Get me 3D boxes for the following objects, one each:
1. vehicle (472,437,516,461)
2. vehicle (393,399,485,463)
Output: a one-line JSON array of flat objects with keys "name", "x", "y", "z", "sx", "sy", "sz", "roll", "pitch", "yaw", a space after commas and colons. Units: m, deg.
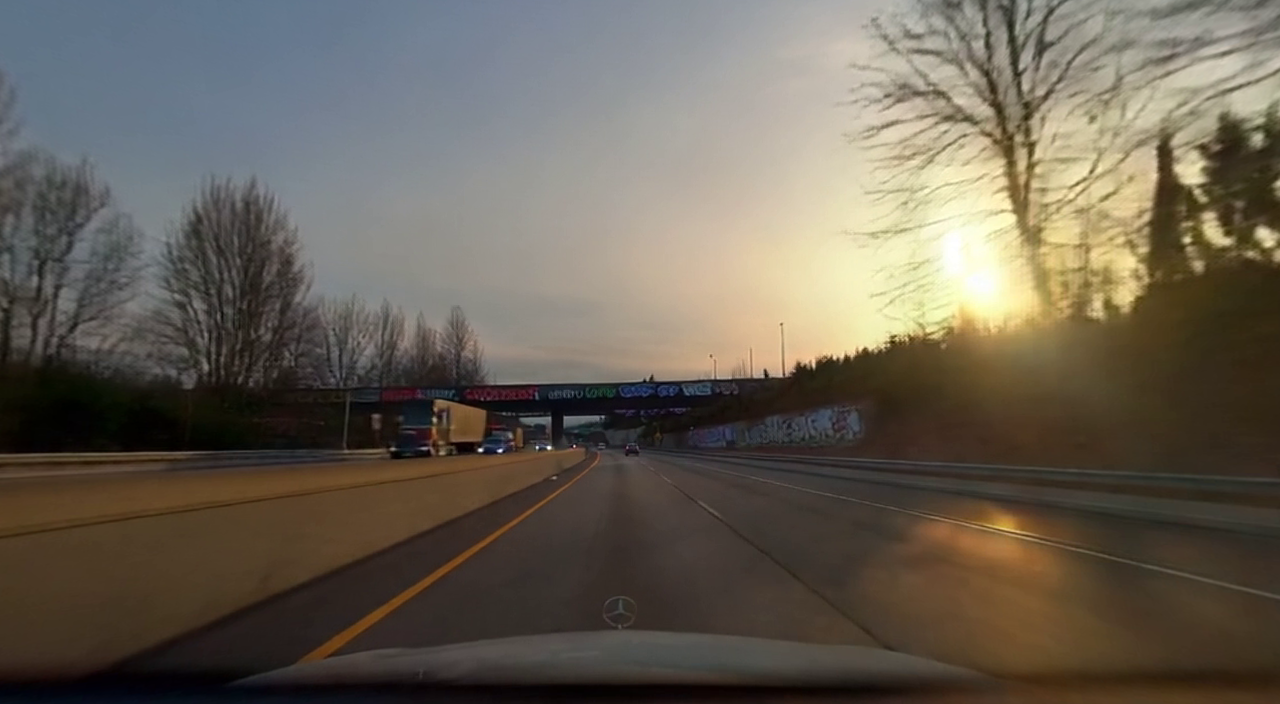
[{"name": "vehicle", "x": -10.293, "y": 6.892, "z": 44.477, "sx": 2.046, "sy": 1.609, "sz": 4.642, "roll": 0, "pitch": -9, "yaw": -1}, {"name": "vehicle", "x": -14.616, "y": 6.138, "z": 47.202, "sx": 2.885, "sy": 4.088, "sz": 13.949, "roll": 0, "pitch": -9, "yaw": -3}]
